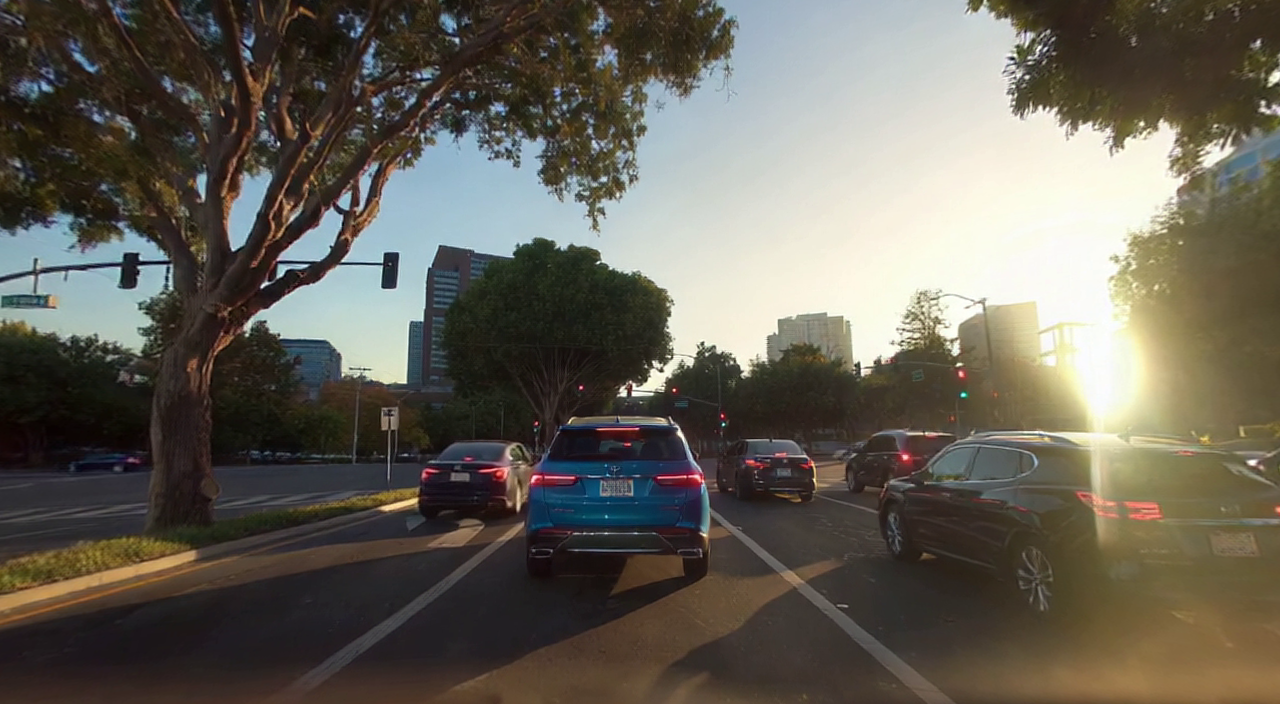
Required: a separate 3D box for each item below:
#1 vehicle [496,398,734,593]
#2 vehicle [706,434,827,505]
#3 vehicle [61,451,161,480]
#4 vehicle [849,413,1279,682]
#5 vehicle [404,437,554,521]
[{"bbox_3d":[-0.277,1.558,7.630,2.101,1.707,3.904,0,-8,-2],"label":"vehicle"},{"bbox_3d":[2.966,2.857,15.774,1.950,1.506,4.086,0,-8,-3],"label":"vehicle"},{"bbox_3d":[-35.112,7.518,42.056,4.446,1.821,2.276,1,-8,-5],"label":"vehicle"},{"bbox_3d":[3.601,1.395,5.690,1.861,1.478,4.185,0,-8,-2],"label":"vehicle"},{"bbox_3d":[-3.209,2.619,13.620,2.077,1.493,4.281,0,-9,0],"label":"vehicle"}]
